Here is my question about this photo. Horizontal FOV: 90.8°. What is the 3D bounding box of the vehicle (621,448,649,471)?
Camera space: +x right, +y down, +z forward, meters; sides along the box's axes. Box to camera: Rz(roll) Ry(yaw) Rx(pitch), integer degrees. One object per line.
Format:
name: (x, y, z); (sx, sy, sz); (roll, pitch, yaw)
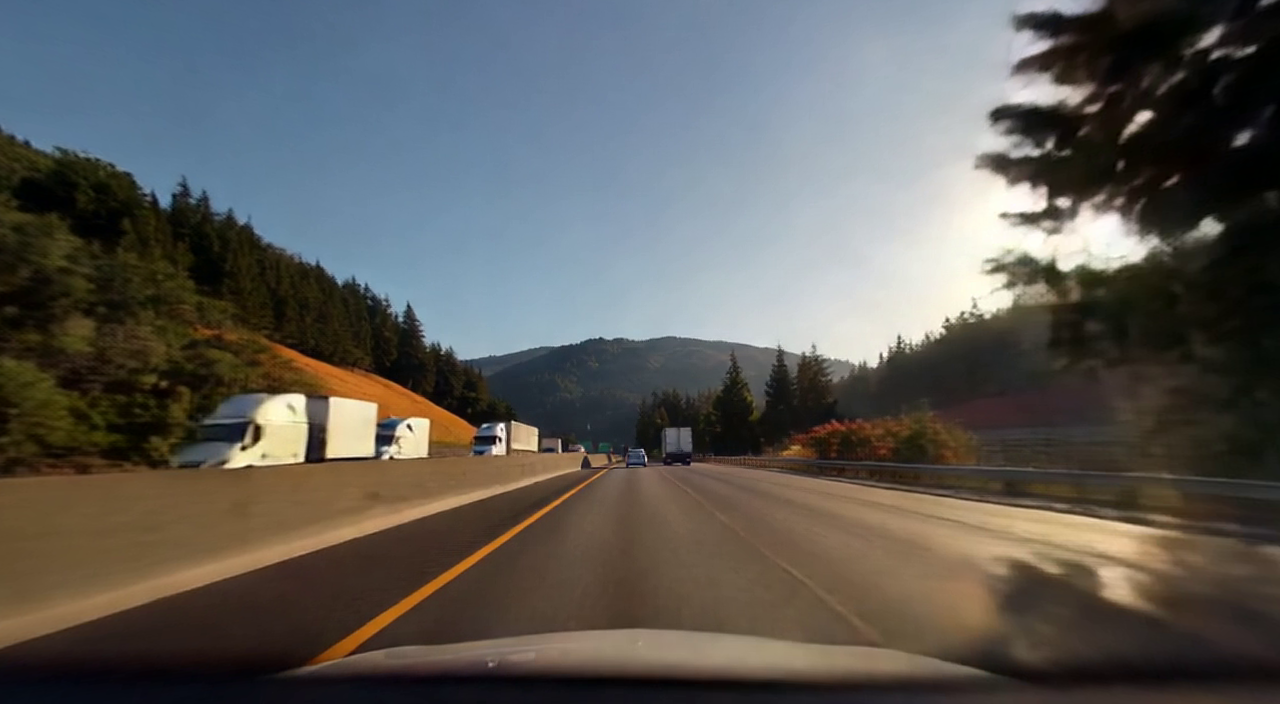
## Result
vehicle: (-0.410, 8.456, 49.886); (2.137, 1.689, 4.051); (0, -9, -1)

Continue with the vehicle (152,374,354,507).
vehicle: (-12.752, 3.048, 21.627); (2.948, 3.877, 6.066); (0, -9, -1)

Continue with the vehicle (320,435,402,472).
vehicle: (-12.684, 4.652, 28.971); (2.082, 1.570, 3.684); (0, -9, 0)
